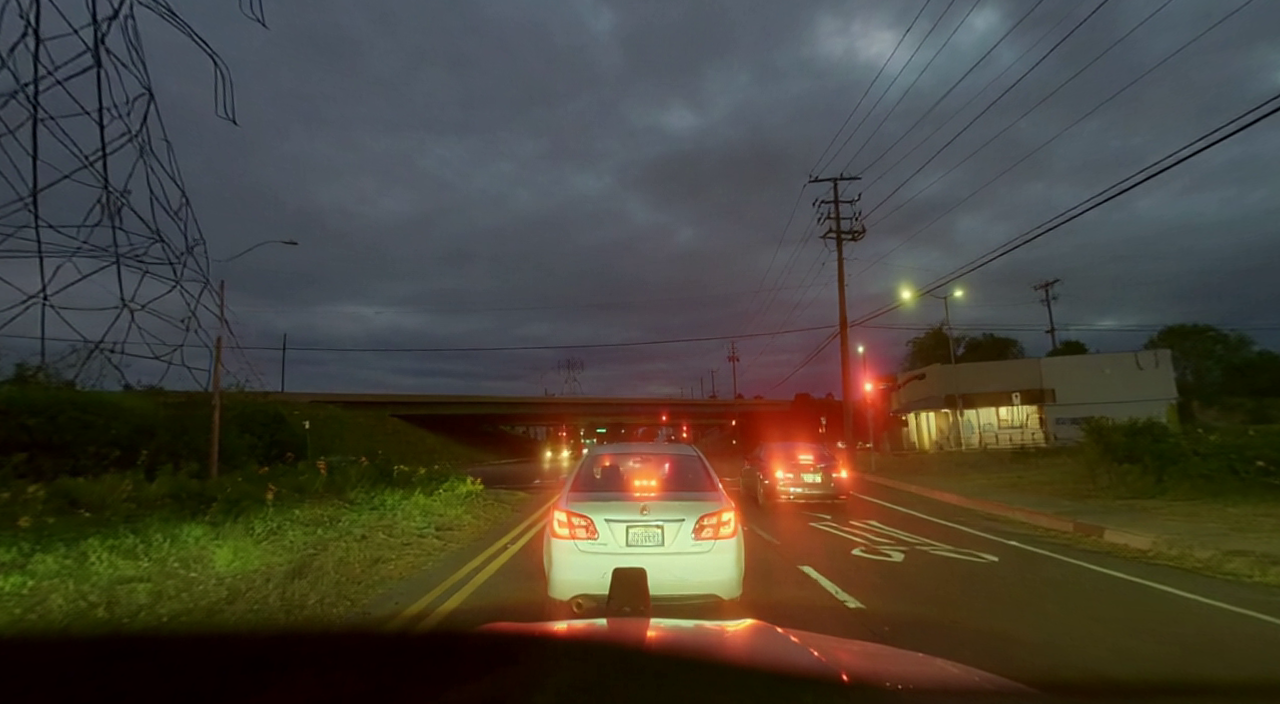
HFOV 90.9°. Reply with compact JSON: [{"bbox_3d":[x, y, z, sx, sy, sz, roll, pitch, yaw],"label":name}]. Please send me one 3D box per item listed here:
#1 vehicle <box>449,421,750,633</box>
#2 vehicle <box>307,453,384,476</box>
[{"bbox_3d":[-0.250,1.526,6.474,2.090,1.458,4.033,-1,-9,1],"label":"vehicle"},{"bbox_3d":[-21.022,8.017,45.189,1.808,1.539,4.600,-7,-11,39],"label":"vehicle"}]
